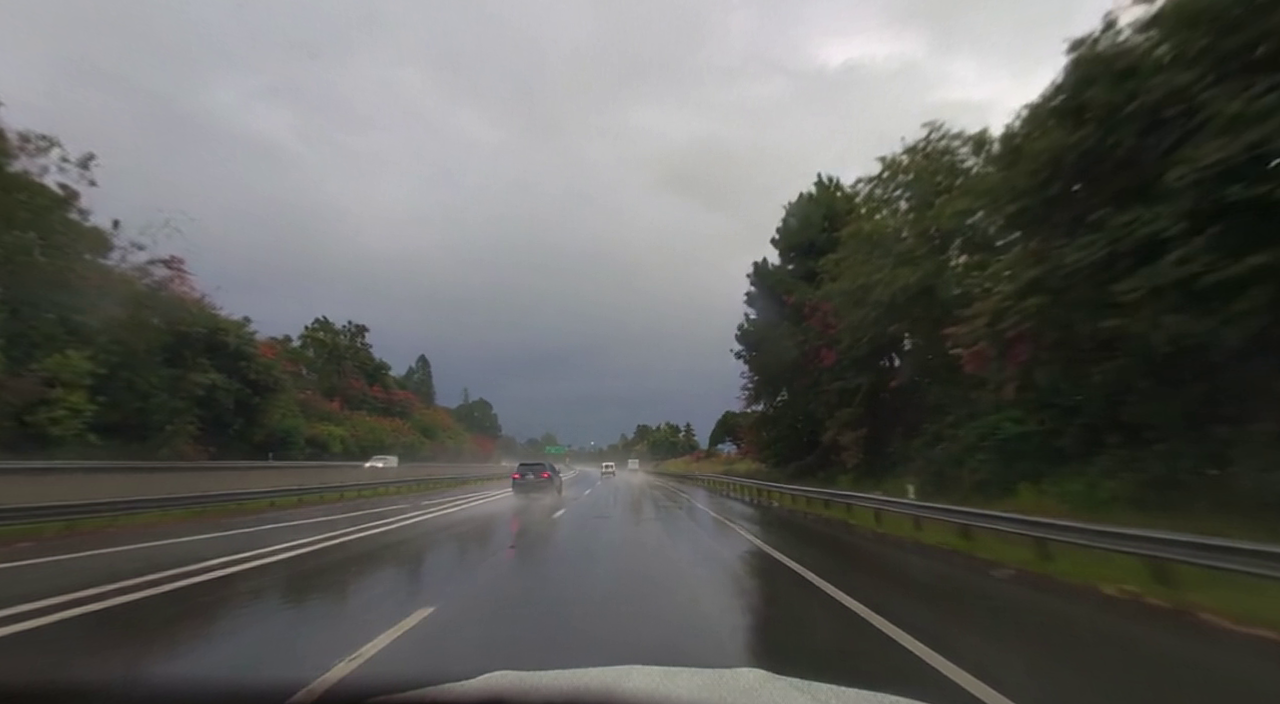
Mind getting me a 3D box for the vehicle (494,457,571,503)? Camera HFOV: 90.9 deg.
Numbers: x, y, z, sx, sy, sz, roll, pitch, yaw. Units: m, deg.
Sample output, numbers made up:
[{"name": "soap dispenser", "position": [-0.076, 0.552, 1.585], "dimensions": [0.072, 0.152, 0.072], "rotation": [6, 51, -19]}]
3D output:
[{"name": "vehicle", "position": [-3.936, 4.811, 23.932], "dimensions": [2.115, 1.546, 4.638], "rotation": [1, -10, 0]}]
